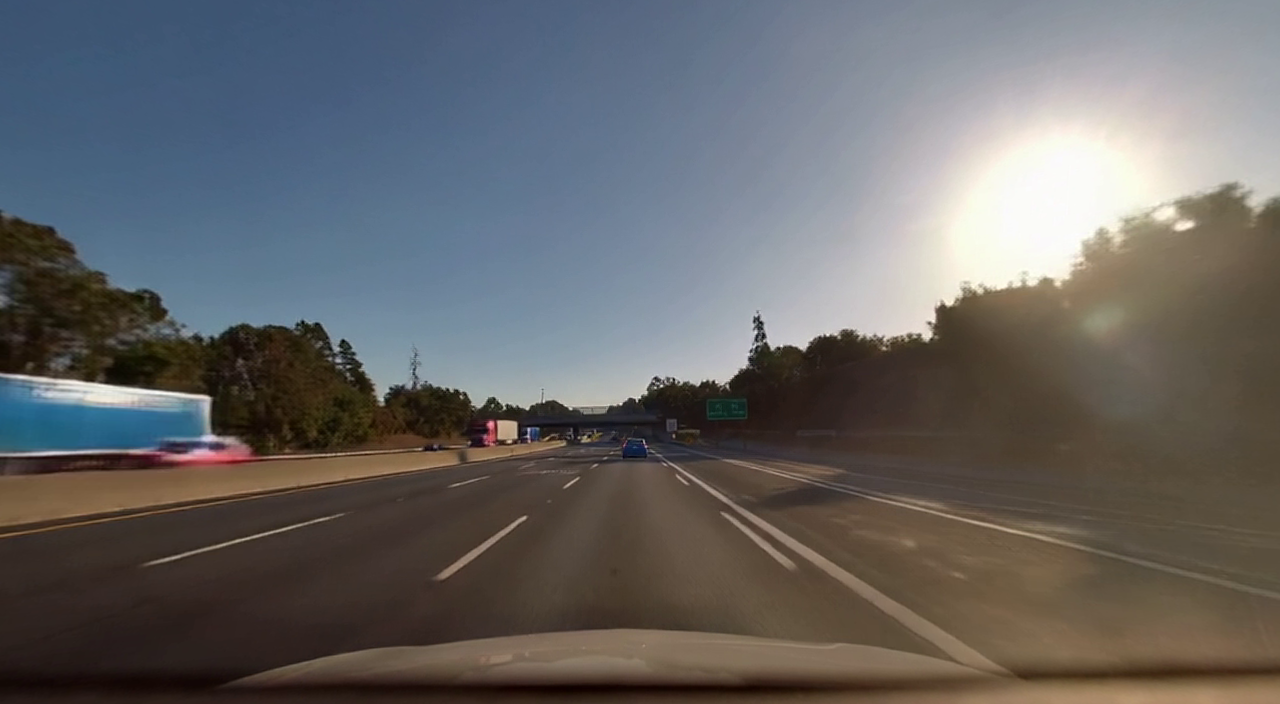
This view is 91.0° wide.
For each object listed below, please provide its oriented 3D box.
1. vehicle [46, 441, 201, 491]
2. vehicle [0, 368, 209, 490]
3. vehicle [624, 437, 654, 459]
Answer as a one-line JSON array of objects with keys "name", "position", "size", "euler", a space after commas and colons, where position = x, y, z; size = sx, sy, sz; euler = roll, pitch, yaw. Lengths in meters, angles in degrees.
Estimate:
[{"name": "vehicle", "position": [-16.377, 3.589, 20.240], "size": [1.759, 1.446, 3.742], "euler": [0, -8, 0]}, {"name": "vehicle", "position": [-22.754, 3.027, 24.168], "size": [2.903, 3.996, 13.840], "euler": [0, -8, -1]}, {"name": "vehicle", "position": [-0.104, 6.763, 44.498], "size": [2.028, 1.440, 3.690], "euler": [0, -8, -2]}]
